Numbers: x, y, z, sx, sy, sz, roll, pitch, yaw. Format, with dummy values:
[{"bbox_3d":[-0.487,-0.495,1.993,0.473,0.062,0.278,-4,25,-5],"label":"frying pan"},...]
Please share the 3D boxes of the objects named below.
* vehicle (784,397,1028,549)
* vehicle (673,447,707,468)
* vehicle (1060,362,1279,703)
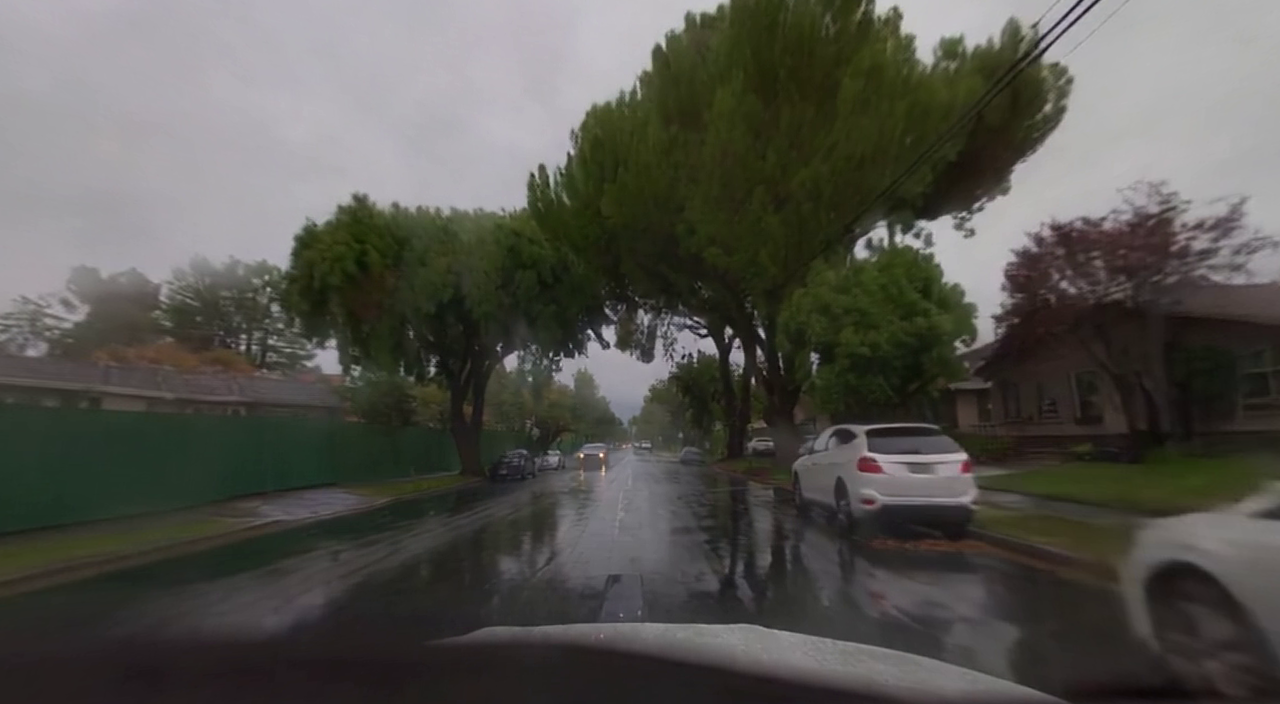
[{"bbox_3d":[4.098,1.944,10.724,2.220,2.045,4.139,0,-8,-1],"label":"vehicle"},{"bbox_3d":[3.879,8.264,49.680,2.051,1.524,5.047,0,-8,-2],"label":"vehicle"},{"bbox_3d":[3.678,0.713,1.433,2.122,1.673,4.876,0,-8,1],"label":"vehicle"}]
